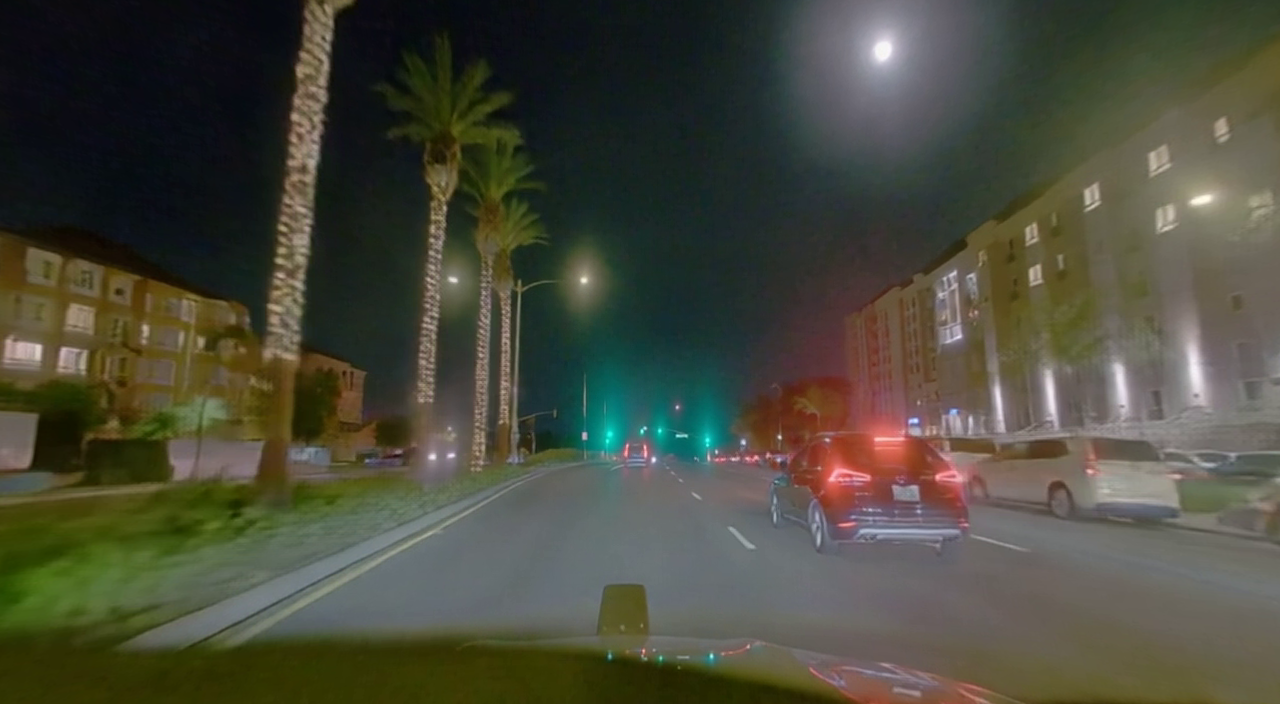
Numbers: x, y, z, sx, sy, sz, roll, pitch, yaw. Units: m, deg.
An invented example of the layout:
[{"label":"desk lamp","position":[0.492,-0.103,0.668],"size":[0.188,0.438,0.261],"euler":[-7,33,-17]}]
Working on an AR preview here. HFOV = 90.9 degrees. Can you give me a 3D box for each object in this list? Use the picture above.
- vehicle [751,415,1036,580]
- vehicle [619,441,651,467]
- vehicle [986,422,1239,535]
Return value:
[{"label":"vehicle","position":[2.922,1.784,8.518],"size":[2.009,1.639,4.267],"euler":[0,-9,-1]},{"label":"vehicle","position":[-0.318,6.937,42.996],"size":[2.087,1.709,4.076],"euler":[0,-9,1]},{"label":"vehicle","position":[9.966,2.671,13.949],"size":[2.060,1.908,4.679],"euler":[4,-9,1]}]
